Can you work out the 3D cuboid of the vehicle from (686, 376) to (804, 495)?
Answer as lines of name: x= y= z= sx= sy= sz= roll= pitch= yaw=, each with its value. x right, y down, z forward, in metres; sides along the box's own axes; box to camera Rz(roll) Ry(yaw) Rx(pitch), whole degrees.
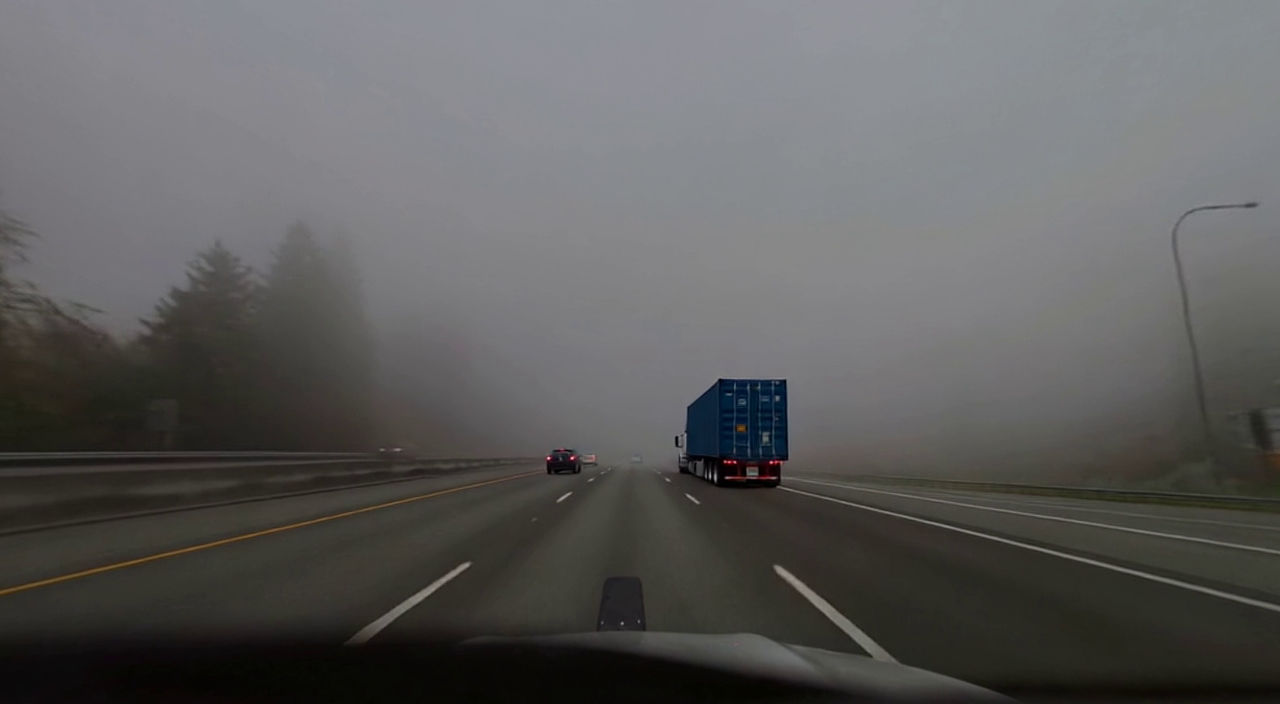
vehicle: x=4.044 y=3.836 z=28.017 sx=2.821 sy=4.046 sz=12.876 roll=0 pitch=-9 yaw=-1

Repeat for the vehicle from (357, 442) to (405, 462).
vehicle: x=-20.202 y=7.842 z=49.293 sx=1.828 sy=1.455 sz=4.660 roll=0 pitch=-9 yaw=-1

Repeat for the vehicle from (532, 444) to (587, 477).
vehicle: x=-4.330 y=5.941 z=34.808 sx=2.370 sy=1.647 sz=5.091 roll=0 pitch=-9 yaw=0
